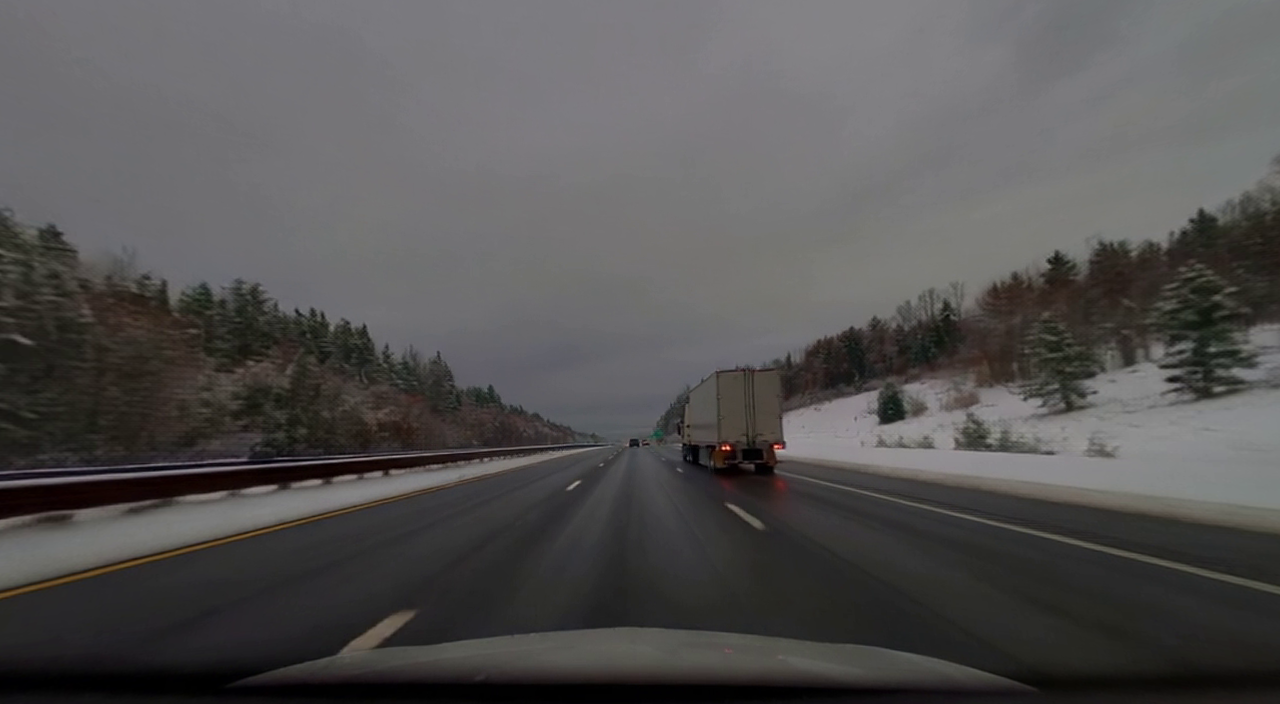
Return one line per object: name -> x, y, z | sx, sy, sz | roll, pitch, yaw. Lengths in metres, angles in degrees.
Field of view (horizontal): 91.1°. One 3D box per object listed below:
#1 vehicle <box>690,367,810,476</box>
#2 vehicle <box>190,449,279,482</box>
vehicle -> 4.260, 3.078, 26.853 | 3.348, 3.847, 8.908 | 0, -8, -1
vehicle -> -21.293, 5.943, 33.225 | 1.867, 1.515, 4.266 | 0, -8, 0
